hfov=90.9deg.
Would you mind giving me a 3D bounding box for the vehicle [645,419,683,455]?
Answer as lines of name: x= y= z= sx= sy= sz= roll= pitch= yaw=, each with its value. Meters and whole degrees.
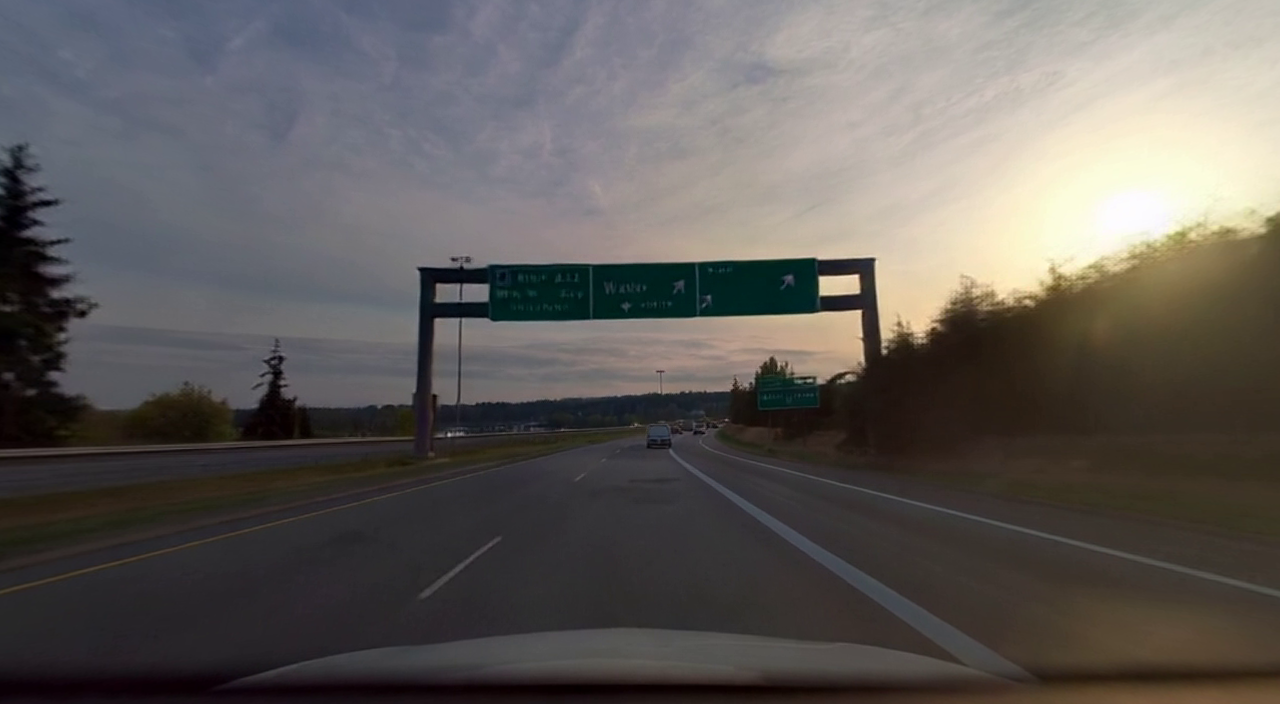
vehicle: x=1.639 y=5.893 z=43.643 sx=2.450 sy=2.314 sz=4.753 roll=0 pitch=-8 yaw=2
